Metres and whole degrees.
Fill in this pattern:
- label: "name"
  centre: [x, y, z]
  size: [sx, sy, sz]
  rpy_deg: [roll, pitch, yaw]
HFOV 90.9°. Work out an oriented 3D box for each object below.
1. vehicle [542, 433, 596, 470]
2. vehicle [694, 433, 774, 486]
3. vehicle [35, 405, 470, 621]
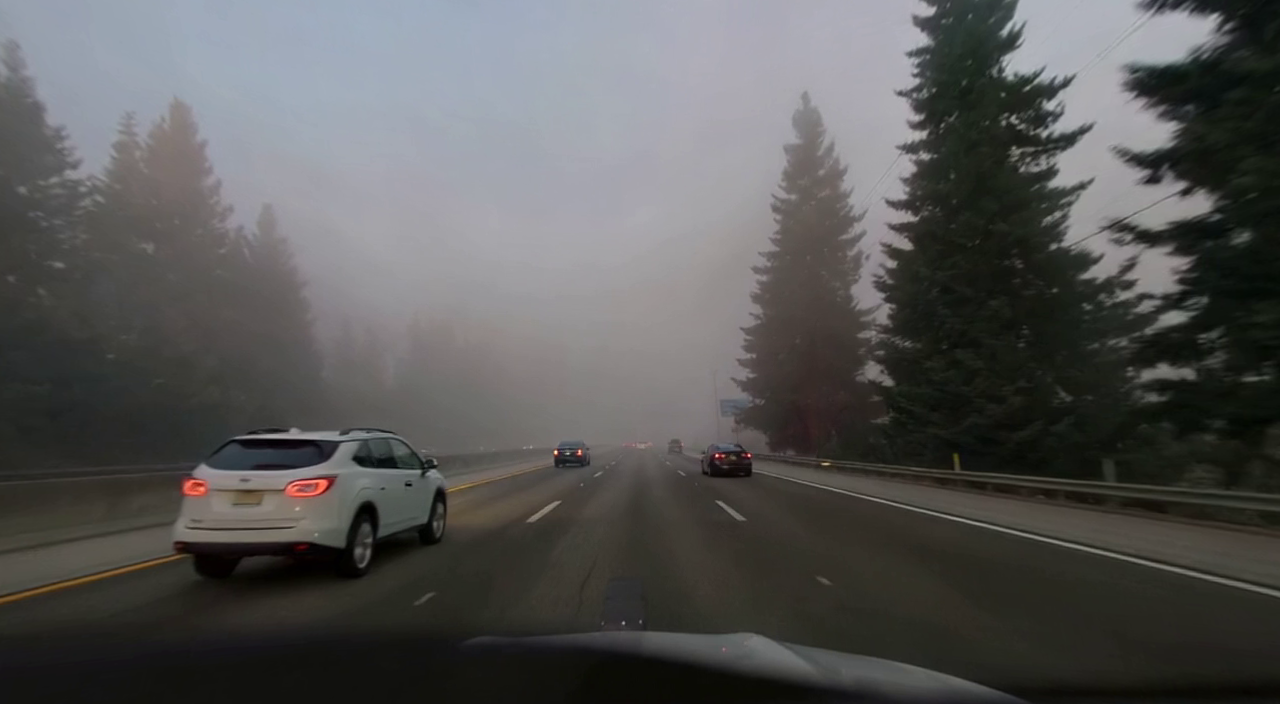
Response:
- label: "vehicle"
  centre: [-3.622, 5.215, 33.177]
  size: [2.217, 1.773, 4.553]
  rpy_deg: [0, -8, 1]
- label: "vehicle"
  centre: [3.022, 3.546, 21.085]
  size: [1.996, 1.579, 3.841]
  rpy_deg: [0, -8, -2]
- label: "vehicle"
  centre: [-3.525, 1.525, 6.939]
  size: [2.049, 1.620, 4.153]
  rpy_deg: [0, -8, 1]
